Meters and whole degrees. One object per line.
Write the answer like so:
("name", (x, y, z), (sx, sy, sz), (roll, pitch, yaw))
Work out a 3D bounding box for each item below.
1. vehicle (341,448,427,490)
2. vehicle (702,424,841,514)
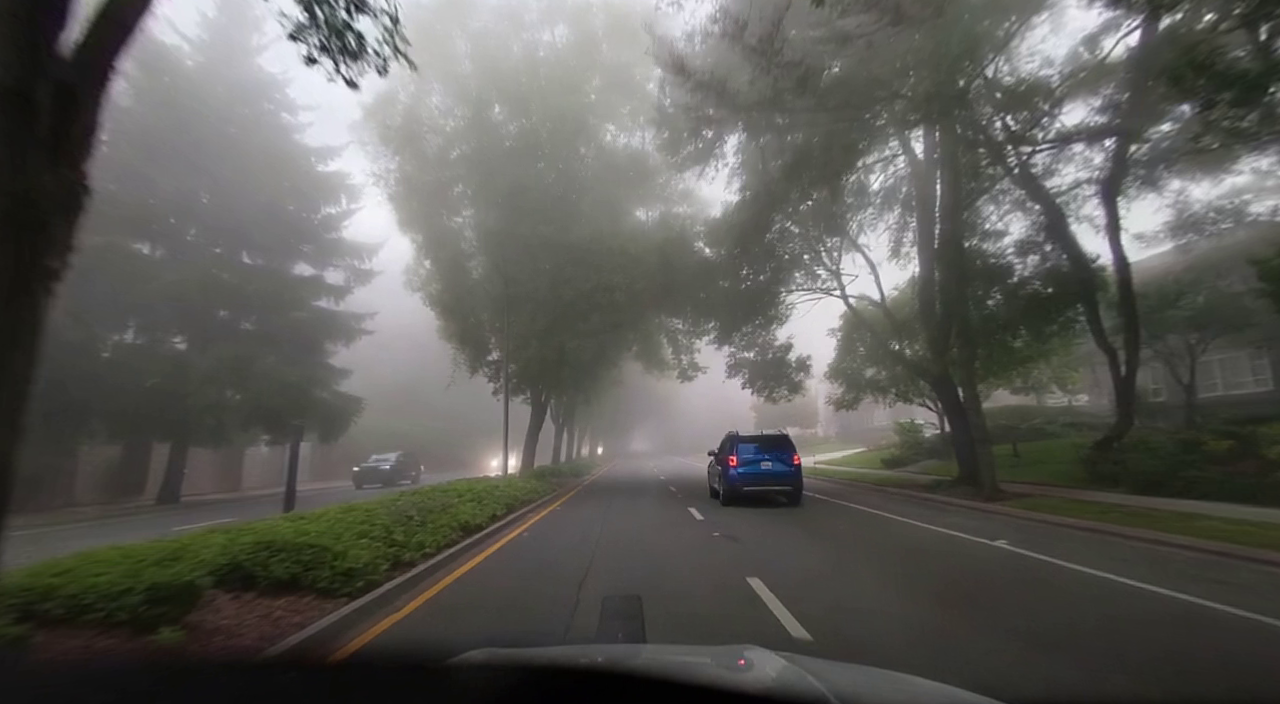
("vehicle", (-11.475, 5.238, 28.658), (2.003, 1.733, 4.392), (0, -9, 1))
("vehicle", (2.763, 2.593, 14.462), (2.164, 1.725, 4.285), (0, -9, -1))
